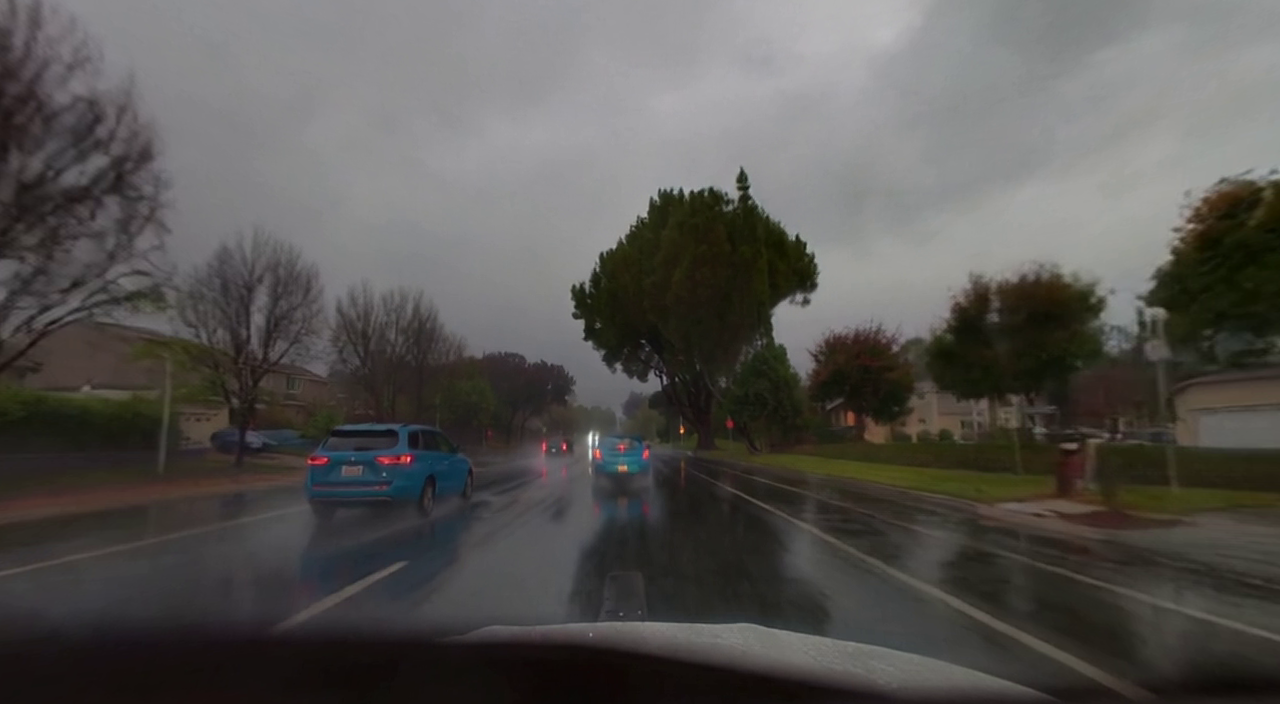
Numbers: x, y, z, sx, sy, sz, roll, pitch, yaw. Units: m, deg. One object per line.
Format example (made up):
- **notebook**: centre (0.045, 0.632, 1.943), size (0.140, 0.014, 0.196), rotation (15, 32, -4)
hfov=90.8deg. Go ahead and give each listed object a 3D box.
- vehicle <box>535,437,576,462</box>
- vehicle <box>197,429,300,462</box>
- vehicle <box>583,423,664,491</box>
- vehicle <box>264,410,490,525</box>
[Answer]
- **vehicle**: centre (-5.262, 6.115, 39.860), size (2.014, 1.493, 4.658), rotation (0, -8, -1)
- **vehicle**: centre (-25.757, 6.153, 41.727), size (5.216, 2.058, 2.299), rotation (0, -8, -1)
- **vehicle**: centre (-0.482, 3.075, 18.821), size (2.131, 1.761, 4.242), rotation (0, -8, -1)
- **vehicle**: centre (-4.518, 2.065, 11.881), size (2.243, 1.722, 4.621), rotation (0, -8, 0)
